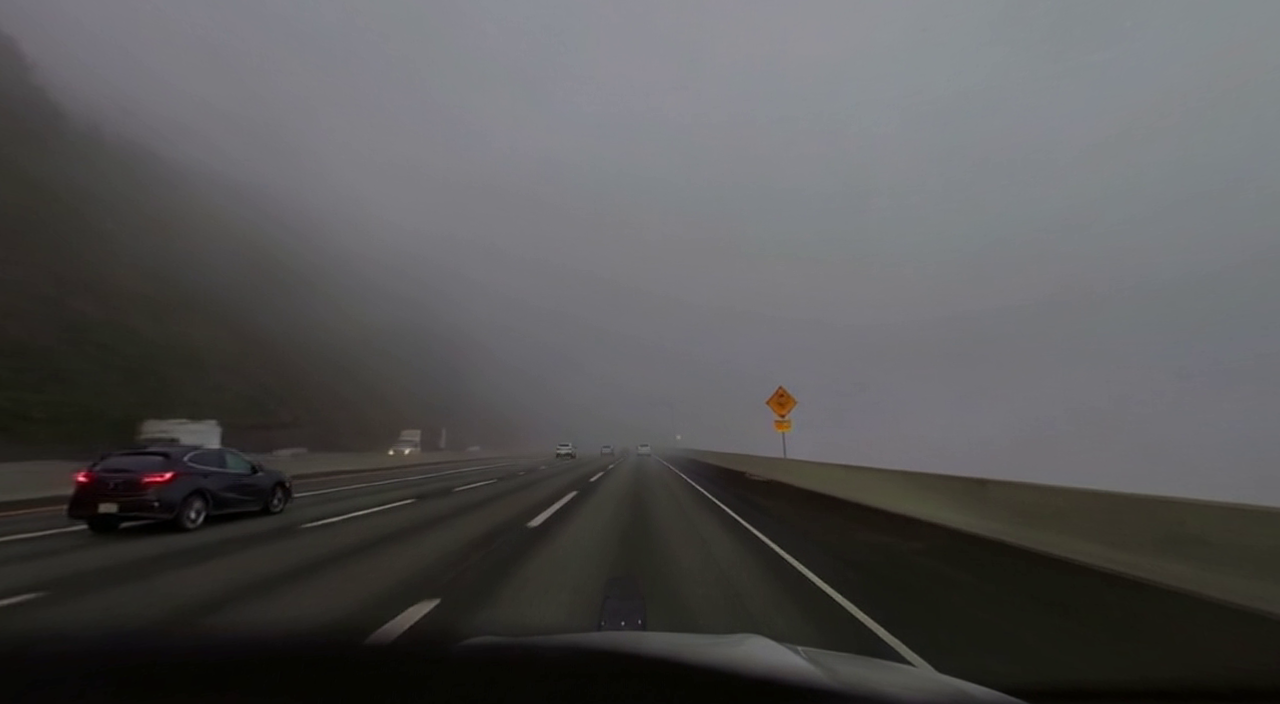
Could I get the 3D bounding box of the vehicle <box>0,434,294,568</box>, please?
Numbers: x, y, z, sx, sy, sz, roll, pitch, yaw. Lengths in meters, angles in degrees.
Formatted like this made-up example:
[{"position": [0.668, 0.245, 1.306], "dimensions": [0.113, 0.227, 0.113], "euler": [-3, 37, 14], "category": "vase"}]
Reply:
[{"position": [-7.451, 1.998, 9.316], "dimensions": [1.949, 1.465, 4.563], "euler": [0, -8, 1], "category": "vehicle"}]
